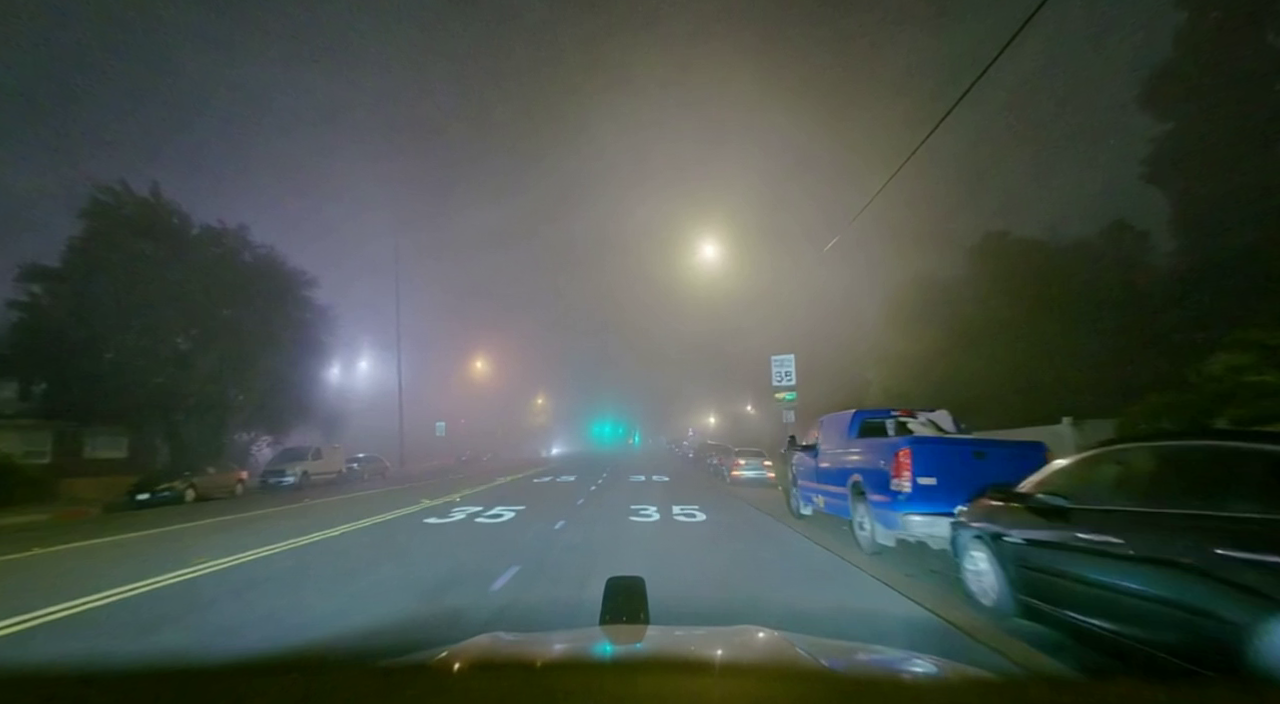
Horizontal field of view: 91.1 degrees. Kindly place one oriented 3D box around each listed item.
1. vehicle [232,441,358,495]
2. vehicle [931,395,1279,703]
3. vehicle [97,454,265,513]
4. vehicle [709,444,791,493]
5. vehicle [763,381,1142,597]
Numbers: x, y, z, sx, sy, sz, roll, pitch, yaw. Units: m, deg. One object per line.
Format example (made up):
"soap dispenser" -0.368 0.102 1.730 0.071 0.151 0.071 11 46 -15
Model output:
"vehicle" -13.083 4.384 24.258 2.128 1.854 4.943 0 -8 -2
"vehicle" 3.296 0.952 2.381 1.916 1.541 5.456 0 -8 2
"vehicle" -13.287 3.791 18.583 1.774 1.435 4.309 0 -8 -1
"vehicle" 3.482 3.758 20.676 1.827 1.422 4.340 0 -8 -1
"vehicle" 3.421 1.668 8.626 2.278 1.976 5.589 0 -8 -1
